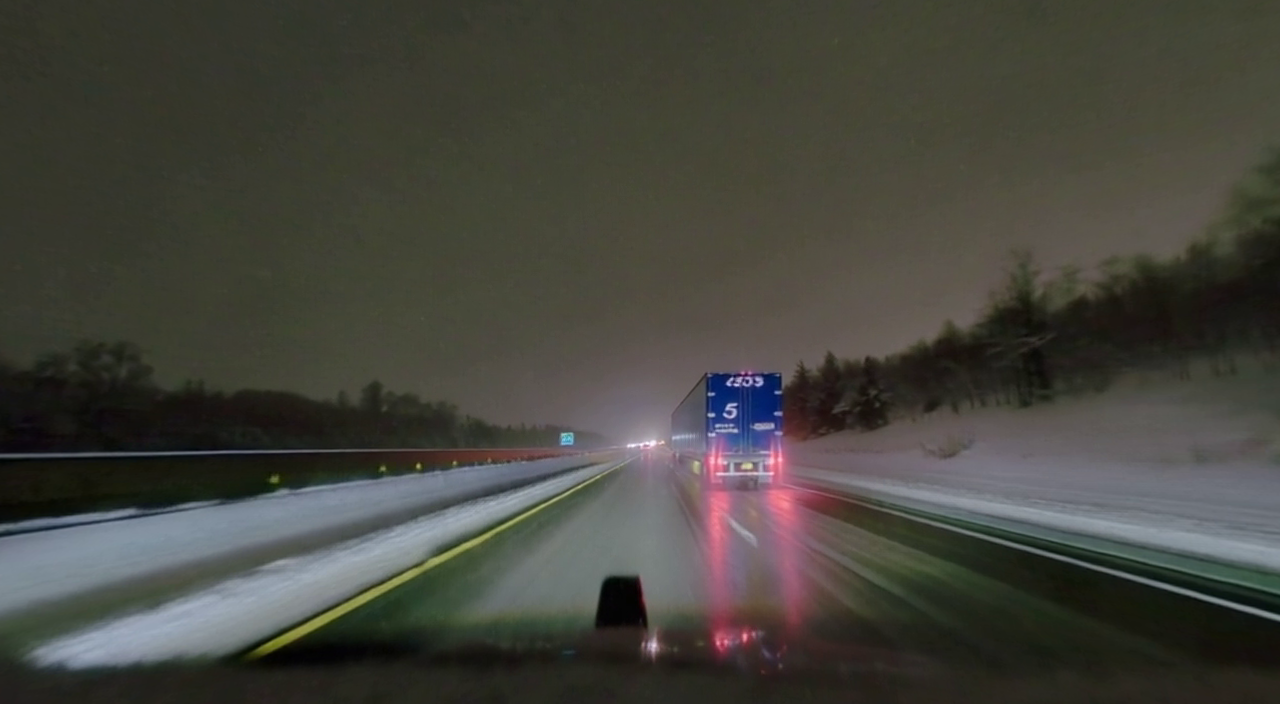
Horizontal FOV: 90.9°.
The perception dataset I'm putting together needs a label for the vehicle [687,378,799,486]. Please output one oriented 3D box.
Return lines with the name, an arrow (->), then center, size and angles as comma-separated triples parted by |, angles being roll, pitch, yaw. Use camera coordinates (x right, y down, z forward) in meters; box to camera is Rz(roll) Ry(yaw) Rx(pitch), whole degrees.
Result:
vehicle -> 3.939, 3.535, 26.995 | 3.107, 3.718, 10.231 | 0, -9, 0
